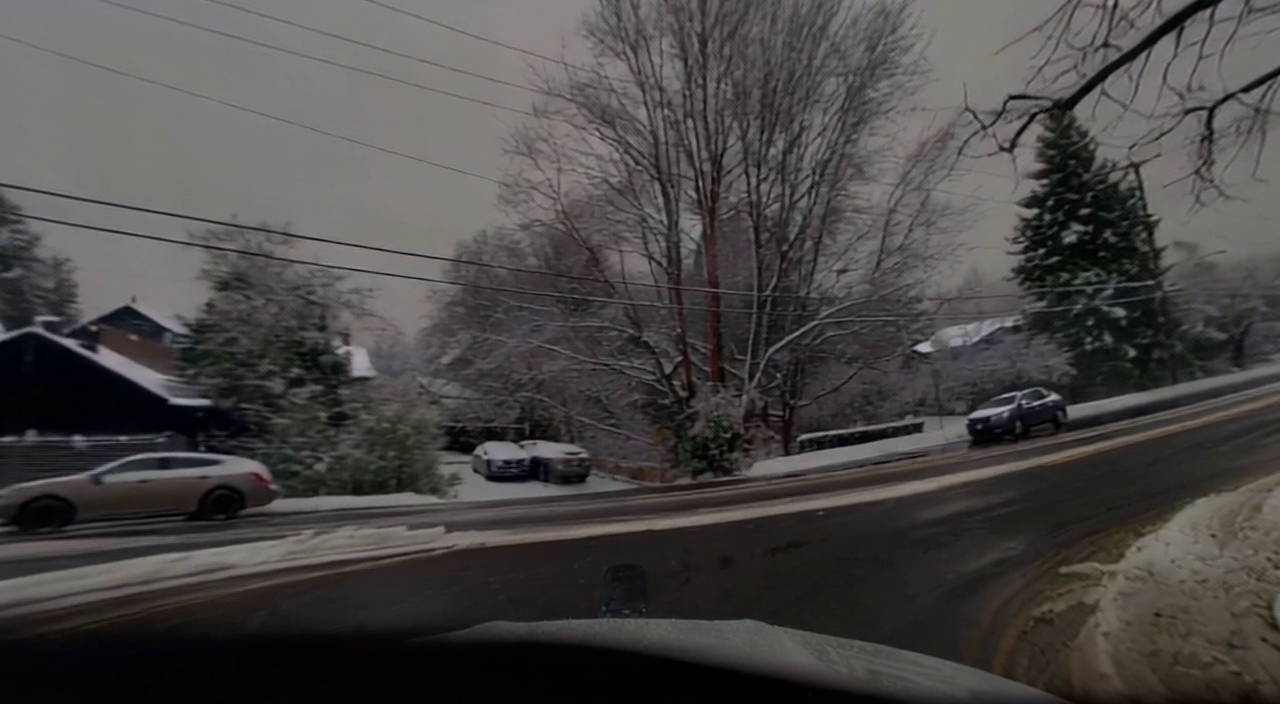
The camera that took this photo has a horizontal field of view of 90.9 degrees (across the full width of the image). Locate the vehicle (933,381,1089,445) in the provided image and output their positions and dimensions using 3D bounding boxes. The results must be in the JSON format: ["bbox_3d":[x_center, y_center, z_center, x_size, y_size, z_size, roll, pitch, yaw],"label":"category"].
[{"bbox_3d":[13.440,2.194,22.794,5.289,1.595,2.032,-3,-10,-26],"label":"vehicle"}]

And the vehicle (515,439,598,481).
[{"bbox_3d":[-3.931,4.880,28.884,2.216,1.728,5.118,4,-10,-26],"label":"vehicle"}]

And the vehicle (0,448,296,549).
[{"bbox_3d":[-9.272,2.540,11.604,4.696,1.534,1.912,8,-12,-44],"label":"vehicle"}]

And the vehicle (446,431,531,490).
[{"bbox_3d":[-6.864,4.744,28.076,2.413,1.838,4.977,9,-5,-26],"label":"vehicle"}]
